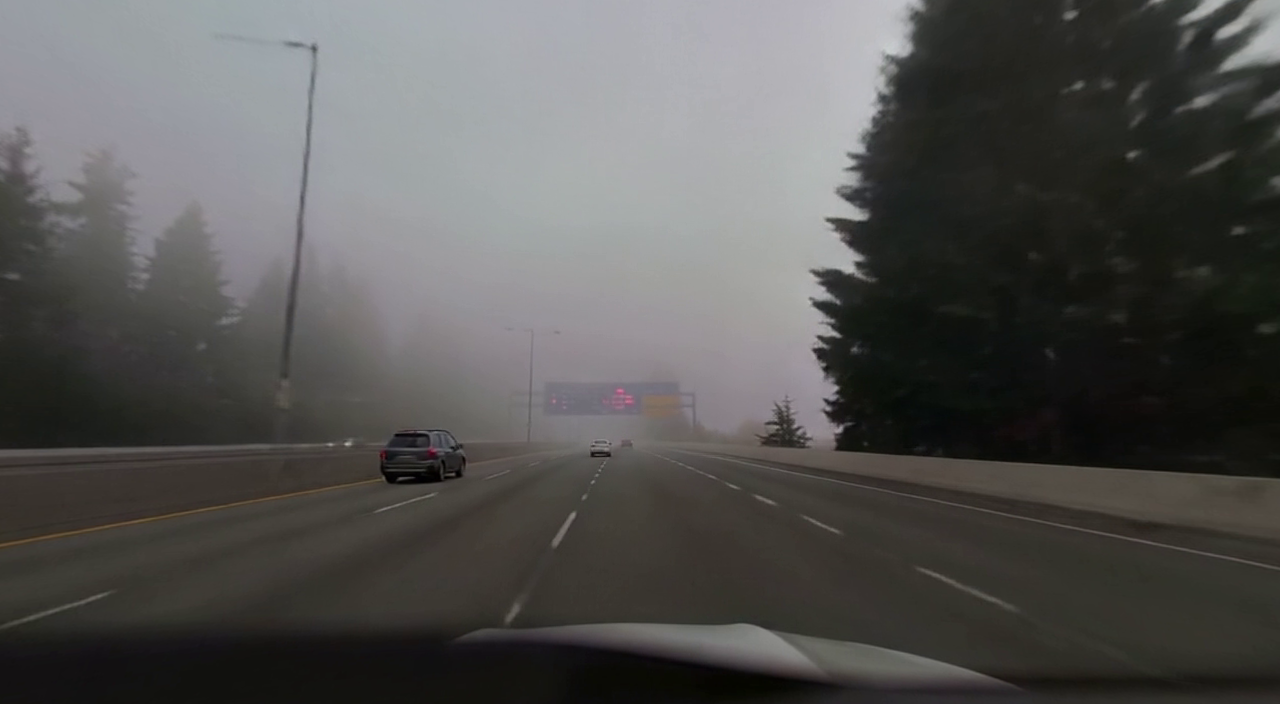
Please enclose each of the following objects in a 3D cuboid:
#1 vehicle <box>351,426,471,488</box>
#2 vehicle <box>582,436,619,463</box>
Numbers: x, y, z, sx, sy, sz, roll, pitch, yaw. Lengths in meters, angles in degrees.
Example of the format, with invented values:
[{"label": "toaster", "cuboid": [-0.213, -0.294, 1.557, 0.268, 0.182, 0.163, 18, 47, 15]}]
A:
[{"label": "vehicle", "cuboid": [-6.877, 3.177, 19.489, 2.111, 1.689, 4.505, 0, -8, -1]}, {"label": "vehicle", "cuboid": [-2.274, 5.723, 37.154, 2.010, 1.534, 4.013, 0, -8, -1]}]
